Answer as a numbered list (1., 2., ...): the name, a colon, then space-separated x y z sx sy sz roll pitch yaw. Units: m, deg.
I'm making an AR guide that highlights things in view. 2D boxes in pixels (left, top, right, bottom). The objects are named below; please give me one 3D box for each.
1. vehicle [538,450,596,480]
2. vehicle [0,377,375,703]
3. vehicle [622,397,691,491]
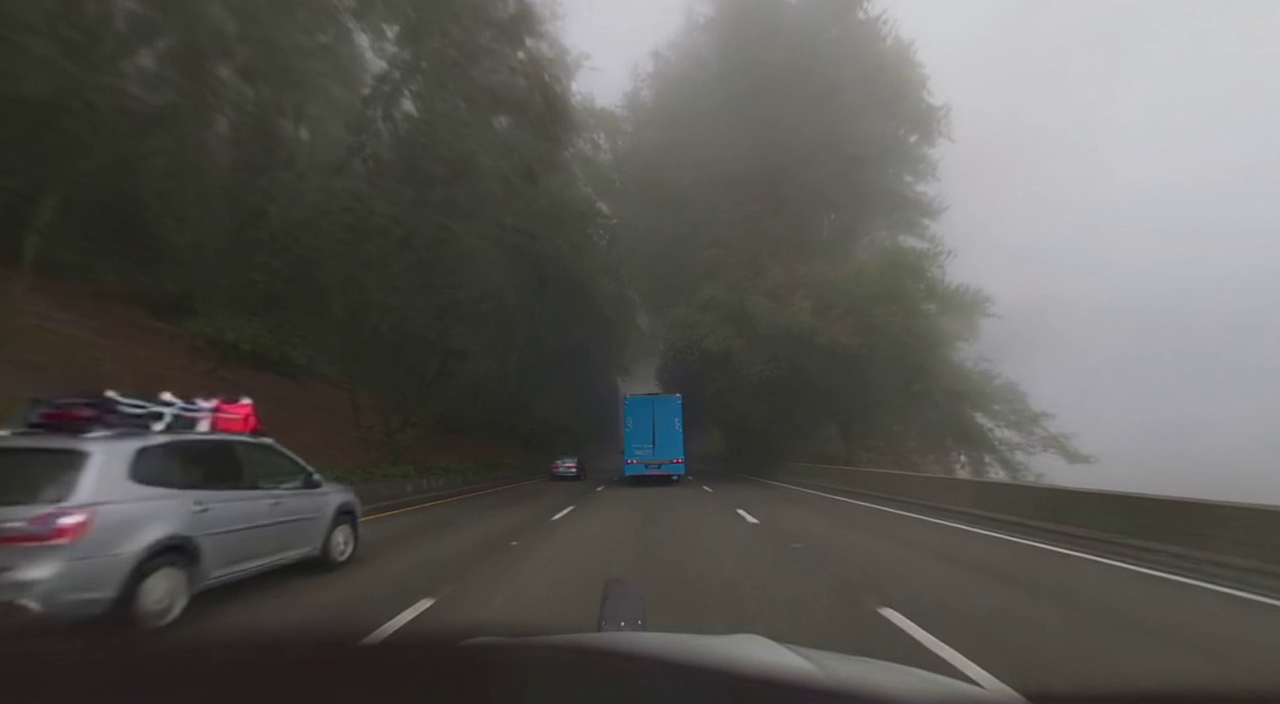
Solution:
1. vehicle: -3.597 5.672 31.867 2.133 1.358 4.870 0 -9 3
2. vehicle: -4.195 1.240 4.993 2.018 1.632 4.722 0 -9 2
3. vehicle: 0.870 4.511 30.726 2.821 3.878 8.925 0 -9 2
